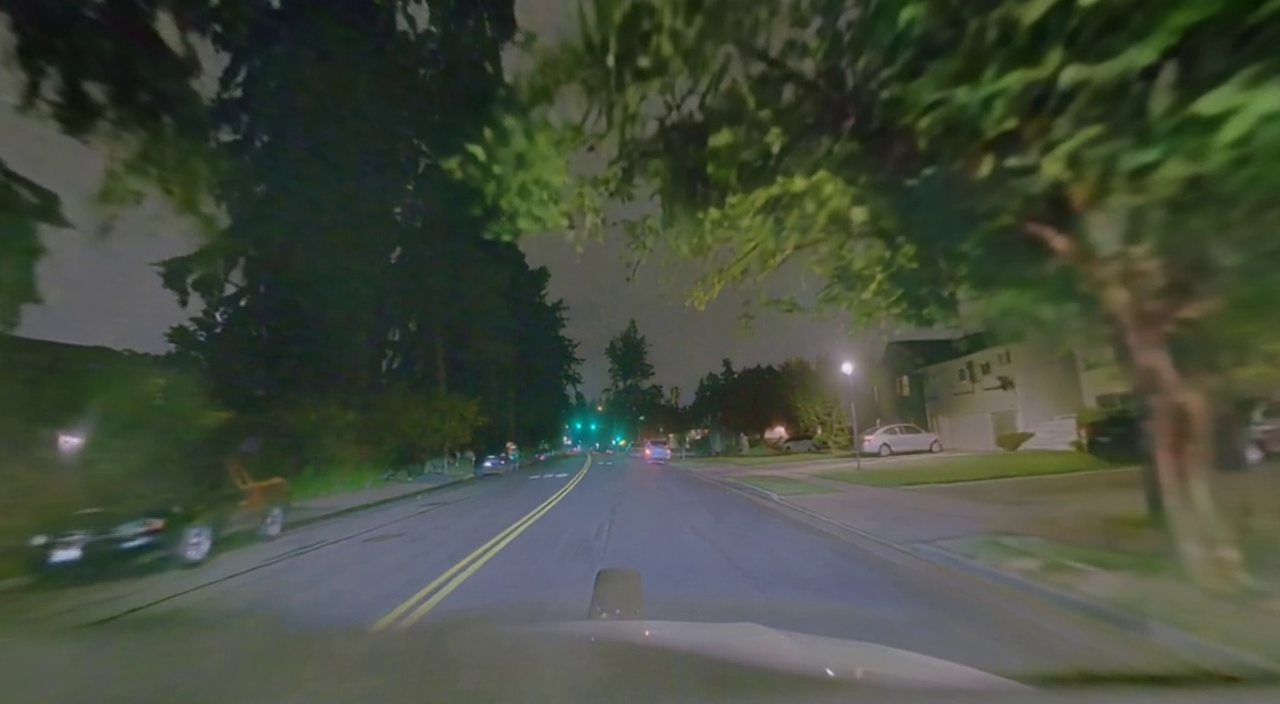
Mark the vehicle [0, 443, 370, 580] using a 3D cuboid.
[{"bbox_3d":[-6.258,2.171,9.566,2.004,1.400,5.505,-2,-9,-1],"label":"vehicle"}]

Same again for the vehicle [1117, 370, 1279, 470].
[{"bbox_3d":[13.147,1.480,13.402,4.392,1.944,1.917,0,-9,0],"label":"vehicle"}]

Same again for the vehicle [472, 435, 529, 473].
[{"bbox_3d":[-7.357,5.470,33.857,2.102,1.801,5.574,0,-9,-3],"label":"vehicle"}]

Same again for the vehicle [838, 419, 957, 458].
[{"bbox_3d":[12.665,4.302,31.274,4.938,1.830,2.024,0,-9,-1],"label":"vehicle"}]

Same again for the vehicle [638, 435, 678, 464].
[{"bbox_3d":[1.043,6.027,39.275,2.007,1.702,4.430,0,-8,-4],"label":"vehicle"}]
